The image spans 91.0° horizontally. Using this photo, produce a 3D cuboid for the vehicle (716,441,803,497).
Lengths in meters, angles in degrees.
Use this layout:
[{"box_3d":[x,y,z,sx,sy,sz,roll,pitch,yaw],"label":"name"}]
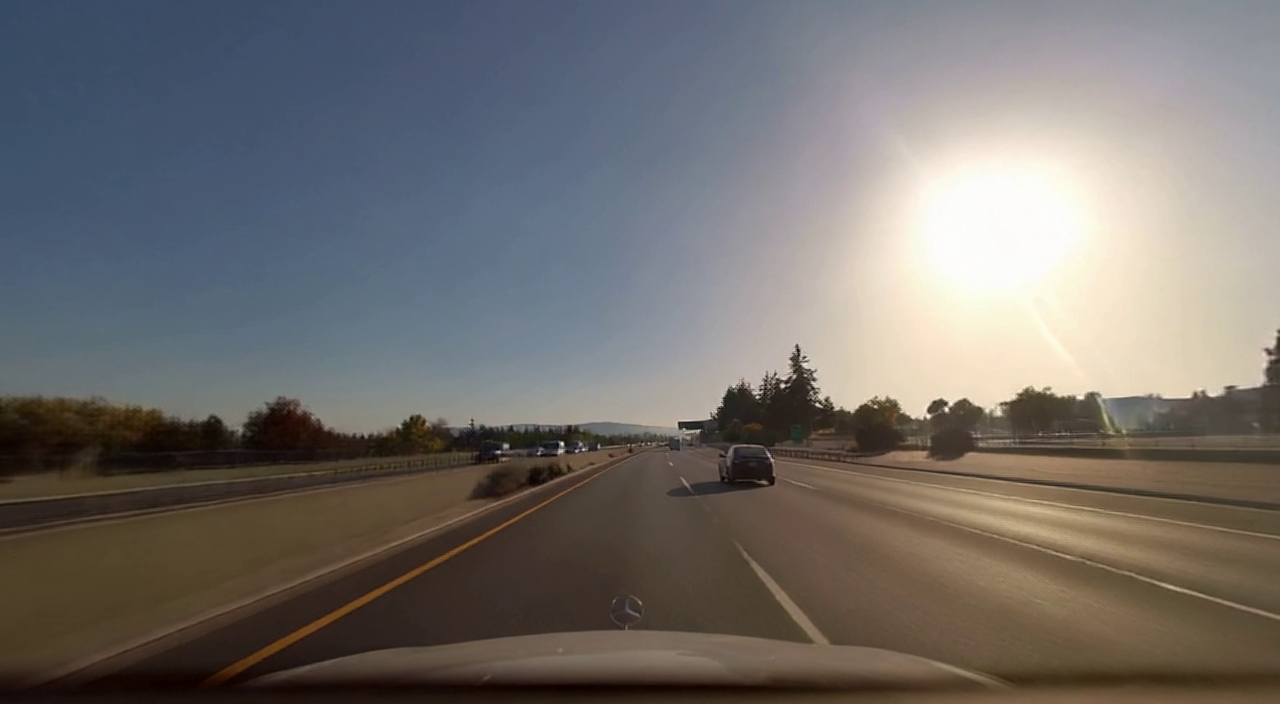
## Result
[{"box_3d":[3.256,3.242,17.855,1.683,1.400,3.868,0,-8,0],"label":"vehicle"}]
